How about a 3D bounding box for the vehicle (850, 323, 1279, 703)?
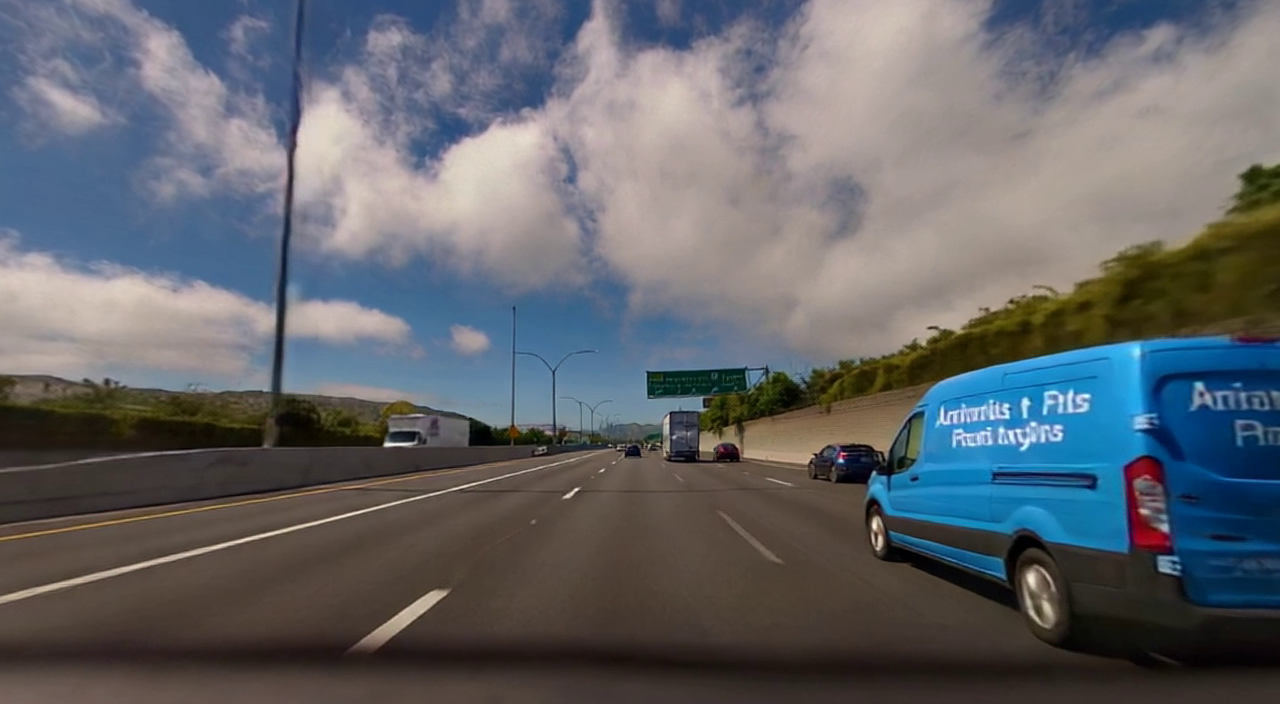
[{"bbox_3d":[3.647,1.172,5.299,2.035,1.931,4.841,0,-8,-1],"label":"vehicle"}]
